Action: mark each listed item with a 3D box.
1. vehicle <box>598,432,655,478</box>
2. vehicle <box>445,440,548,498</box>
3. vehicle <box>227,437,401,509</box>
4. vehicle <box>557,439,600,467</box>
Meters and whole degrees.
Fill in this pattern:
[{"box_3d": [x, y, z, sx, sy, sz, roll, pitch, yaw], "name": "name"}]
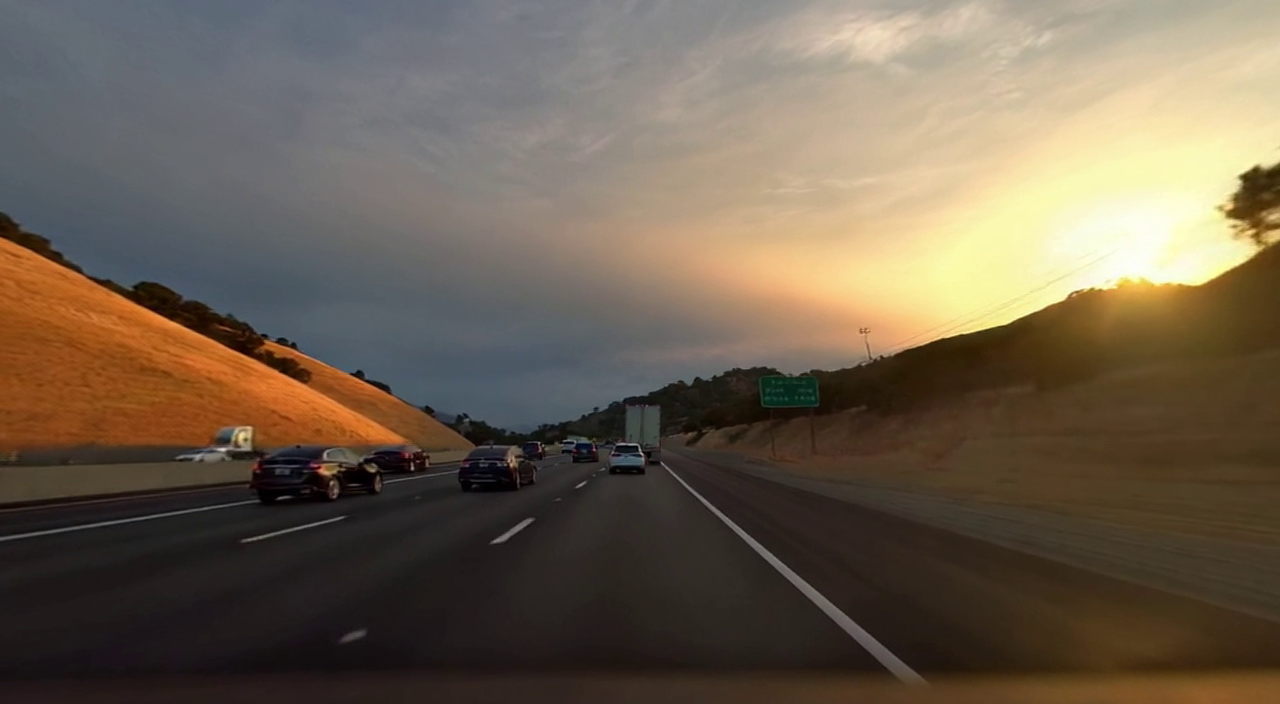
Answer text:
[{"box_3d": [-0.535, 4.403, 27.133, 2.281, 1.795, 4.297, 1, -9, 0], "name": "vehicle"}, {"box_3d": [-4.077, 3.401, 18.741, 1.943, 1.468, 4.547, 0, -9, 0], "name": "vehicle"}, {"box_3d": [-7.824, 2.919, 15.675, 2.029, 1.507, 4.204, 0, -9, 1], "name": "vehicle"}, {"box_3d": [-3.789, 6.303, 39.448, 2.155, 1.661, 4.477, 0, -9, 1], "name": "vehicle"}]
